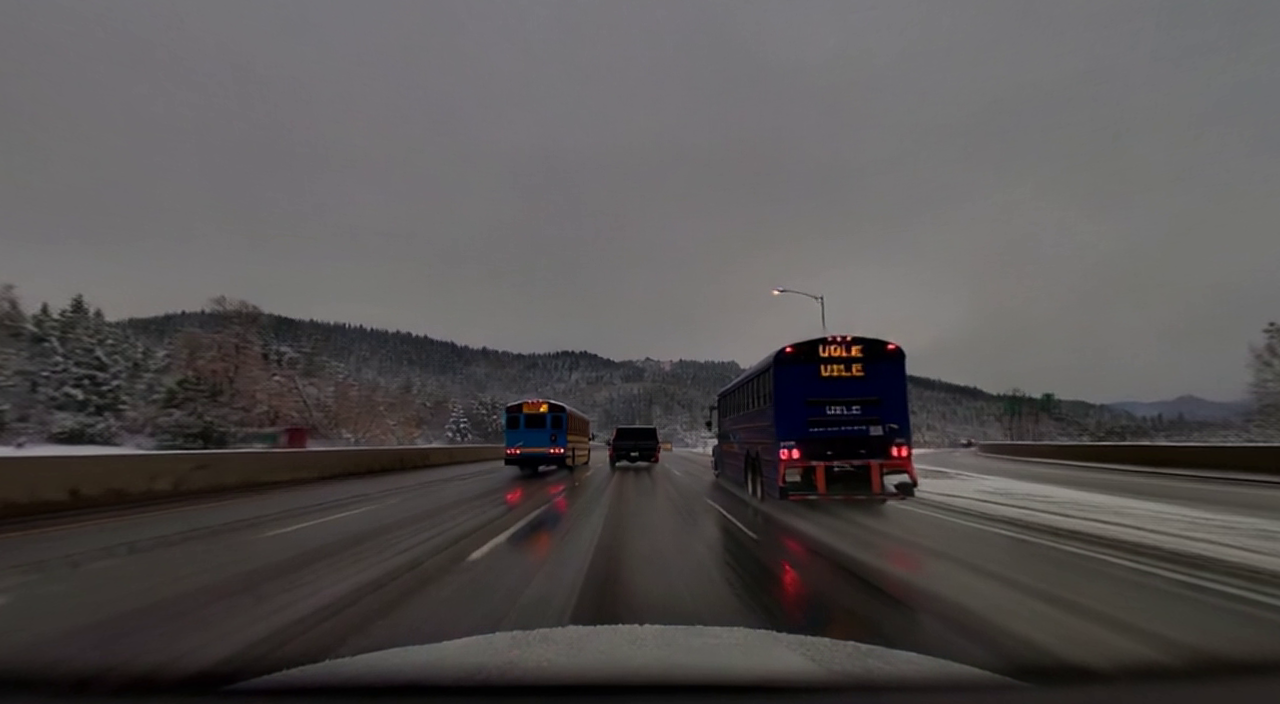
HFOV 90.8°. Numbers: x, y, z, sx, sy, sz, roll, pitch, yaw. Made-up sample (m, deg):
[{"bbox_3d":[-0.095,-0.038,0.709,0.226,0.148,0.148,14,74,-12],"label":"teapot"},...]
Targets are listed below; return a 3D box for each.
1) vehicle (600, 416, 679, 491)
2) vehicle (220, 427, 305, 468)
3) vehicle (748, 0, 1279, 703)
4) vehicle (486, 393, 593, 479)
[{"bbox_3d":[-0.080,2.943,18.520,2.037,1.929,4.343,0,-8,-2],"label":"vehicle"},{"bbox_3d":[-25.544,6.490,43.035,2.352,2.526,5.568,0,-8,0],"label":"vehicle"},{"bbox_3d":[4.007,0.325,7.443,3.006,4.101,13.245,0,-8,-1],"label":"vehicle"},{"bbox_3d":[-3.824,3.548,26.258,2.947,3.009,7.991,0,-8,1],"label":"vehicle"}]
